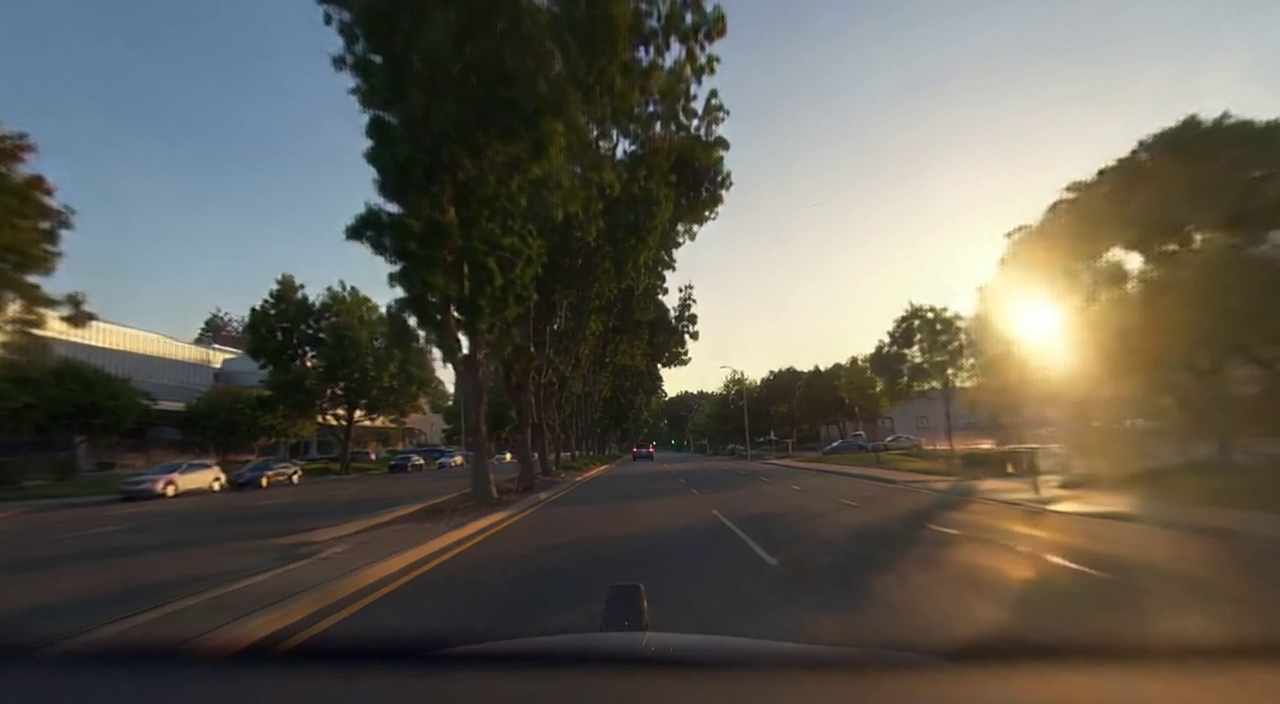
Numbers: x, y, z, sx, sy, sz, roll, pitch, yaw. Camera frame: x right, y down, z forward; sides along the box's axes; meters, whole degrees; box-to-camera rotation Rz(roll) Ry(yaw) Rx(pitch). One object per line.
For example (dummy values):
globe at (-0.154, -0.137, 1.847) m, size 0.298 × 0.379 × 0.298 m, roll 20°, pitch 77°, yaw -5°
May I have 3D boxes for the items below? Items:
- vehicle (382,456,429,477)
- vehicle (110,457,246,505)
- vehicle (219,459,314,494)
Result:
vehicle at (-18.428, 8.988, 49.723) m, size 1.806 × 1.454 × 4.599 m, roll 0°, pitch -8°, yaw 1°
vehicle at (-18.969, 5.276, 26.210) m, size 1.959 × 1.682 × 4.628 m, roll 0°, pitch -8°, yaw 2°
vehicle at (-18.697, 6.241, 31.842) m, size 1.861 × 1.499 × 4.535 m, roll 0°, pitch -8°, yaw 3°
